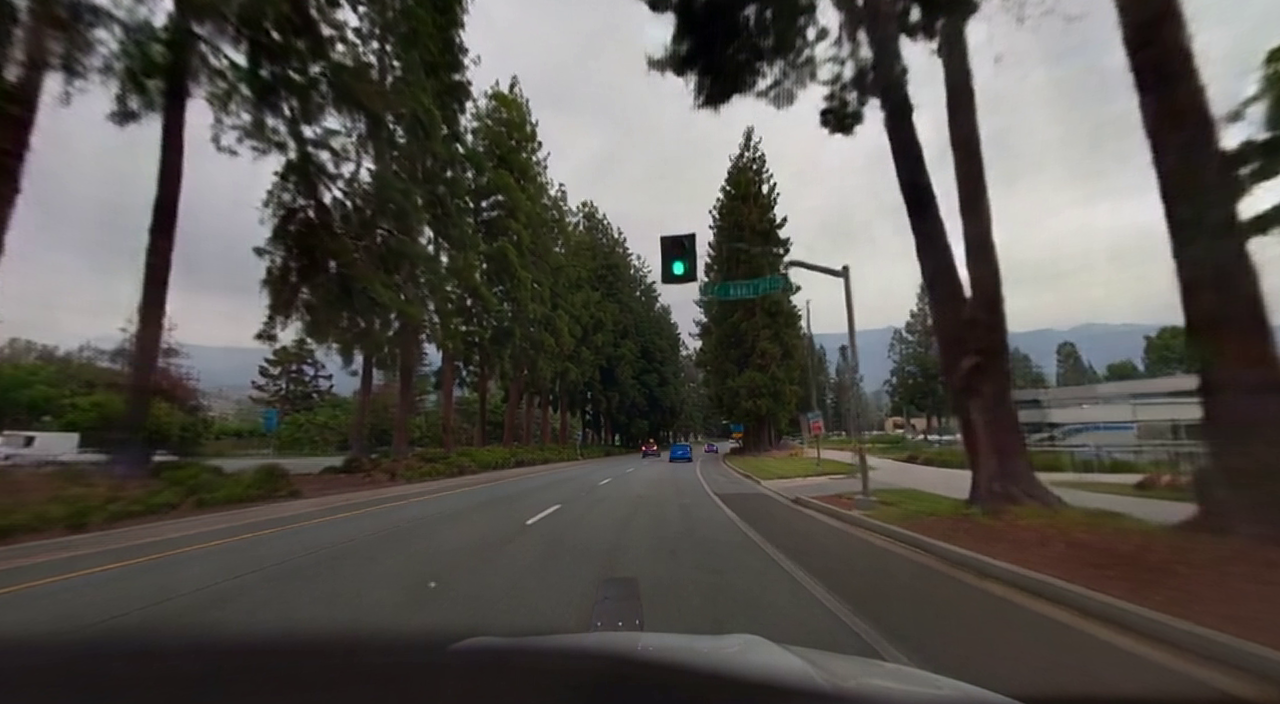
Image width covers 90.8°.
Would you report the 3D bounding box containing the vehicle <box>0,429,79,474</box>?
[{"bbox_3d":[-43.710,6.919,43.941,2.231,3.026,6.377,-4,-9,26],"label":"vehicle"}]
